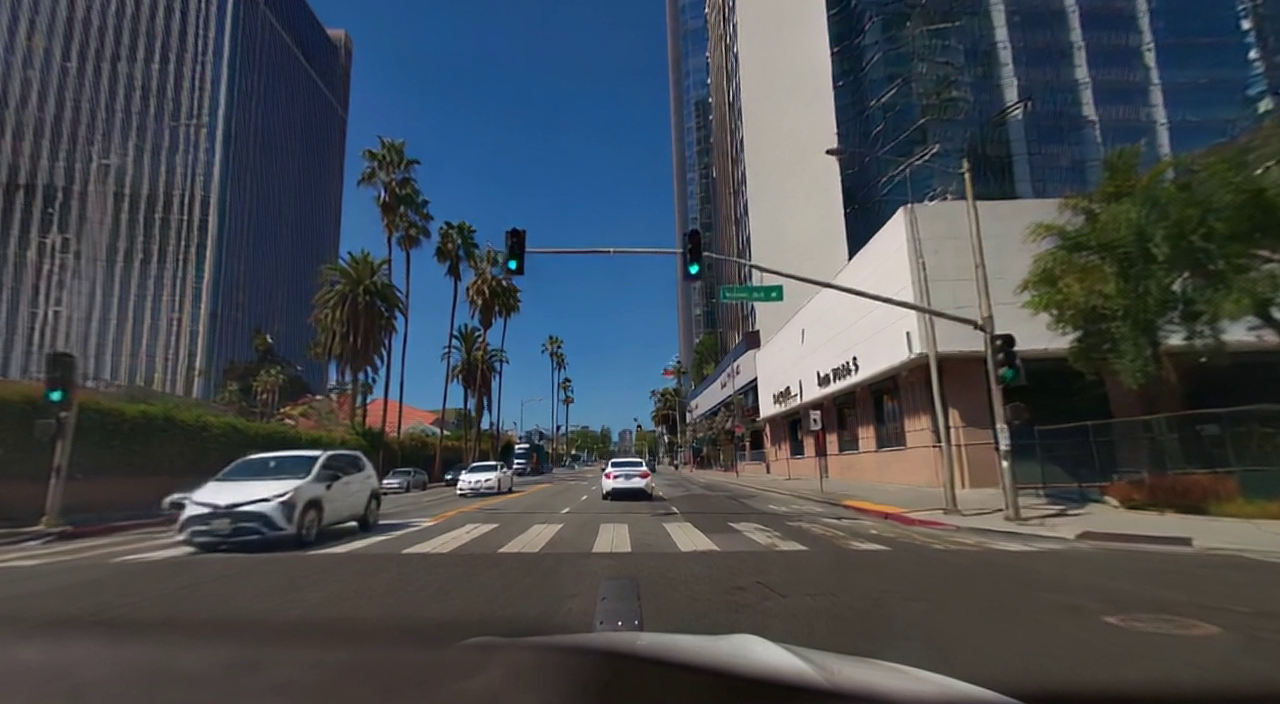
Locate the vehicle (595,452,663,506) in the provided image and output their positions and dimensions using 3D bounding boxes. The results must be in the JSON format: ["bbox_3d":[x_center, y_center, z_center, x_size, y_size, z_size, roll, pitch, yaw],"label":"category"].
[{"bbox_3d":[-0.380,4.294,21.729,2.145,1.632,3.972,0,-9,-1],"label":"vehicle"}]

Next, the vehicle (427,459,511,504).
[{"bbox_3d":[-6.413,4.884,24.168,1.951,1.476,4.452,0,-9,1],"label":"vehicle"}]

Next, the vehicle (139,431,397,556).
[{"bbox_3d":[-6.668,2.560,12.140,2.070,1.893,4.738,0,-9,0],"label":"vehicle"}]
